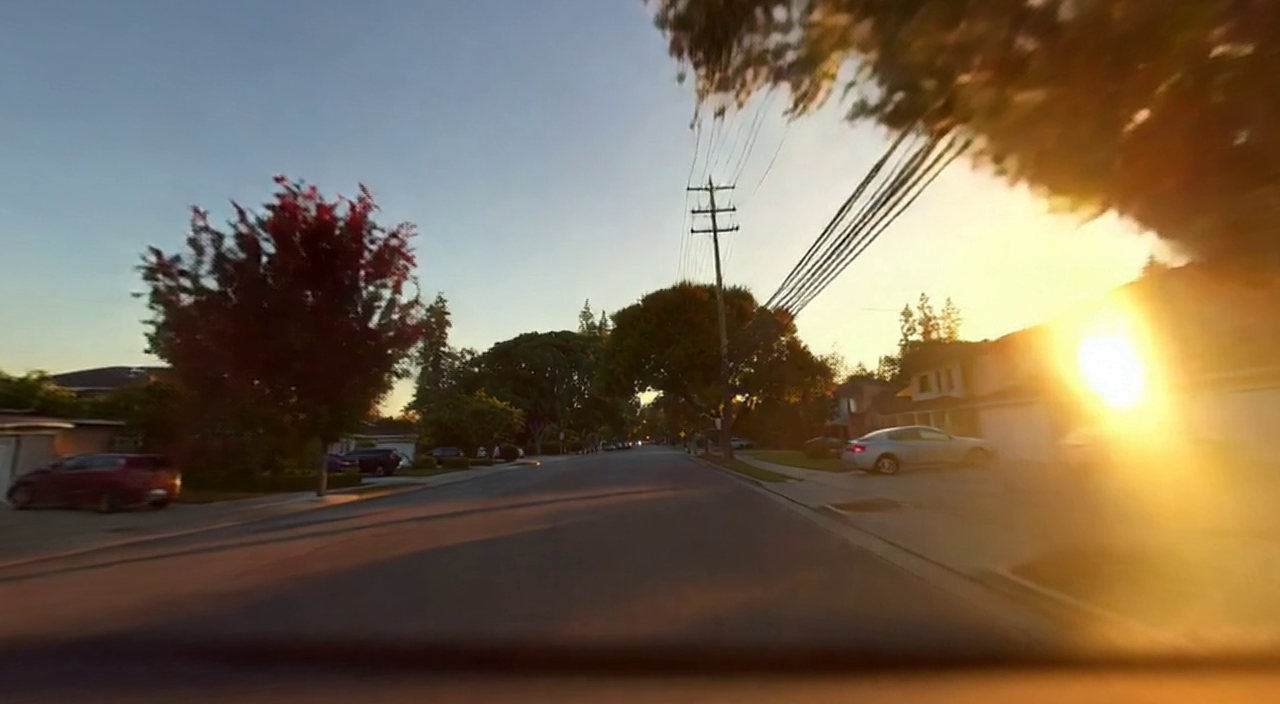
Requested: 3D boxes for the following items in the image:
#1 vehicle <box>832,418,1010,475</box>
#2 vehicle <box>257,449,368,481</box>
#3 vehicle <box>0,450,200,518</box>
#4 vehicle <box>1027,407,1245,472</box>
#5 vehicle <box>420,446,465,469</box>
[{"bbox_3d":[9.299,3.152,21.225,4.952,1.775,2.089,0,-8,-1],"label":"vehicle"},{"bbox_3d":[-16.460,5.685,31.923,4.519,1.508,2.018,0,-8,3],"label":"vehicle"},{"bbox_3d":[-14.259,3.368,16.417,4.260,1.588,1.927,-1,-8,5],"label":"vehicle"},{"bbox_3d":[13.000,2.332,16.795,4.122,1.610,1.888,0,-8,2],"label":"vehicle"},{"bbox_3d":[-14.996,8.024,48.203,1.816,1.614,4.866,0,-8,1],"label":"vehicle"}]
